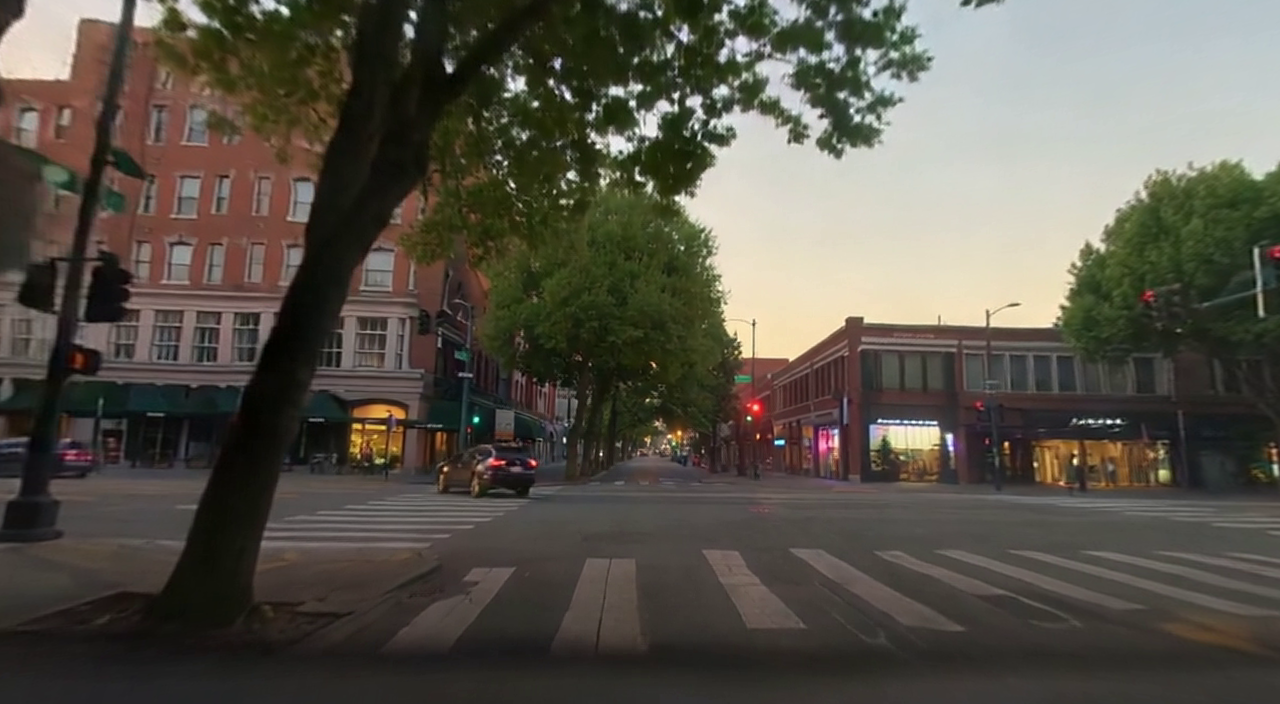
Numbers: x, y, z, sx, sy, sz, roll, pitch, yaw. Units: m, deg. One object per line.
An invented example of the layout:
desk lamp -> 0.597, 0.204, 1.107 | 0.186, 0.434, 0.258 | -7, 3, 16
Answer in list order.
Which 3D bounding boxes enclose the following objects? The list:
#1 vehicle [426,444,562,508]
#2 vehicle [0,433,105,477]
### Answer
vehicle -> -4.122, 3.273, 17.304 | 2.106, 1.482, 4.459 | 5, -10, -34
vehicle -> -22.246, 3.646, 22.438 | 4.627, 1.468, 1.871 | 0, -8, -2
